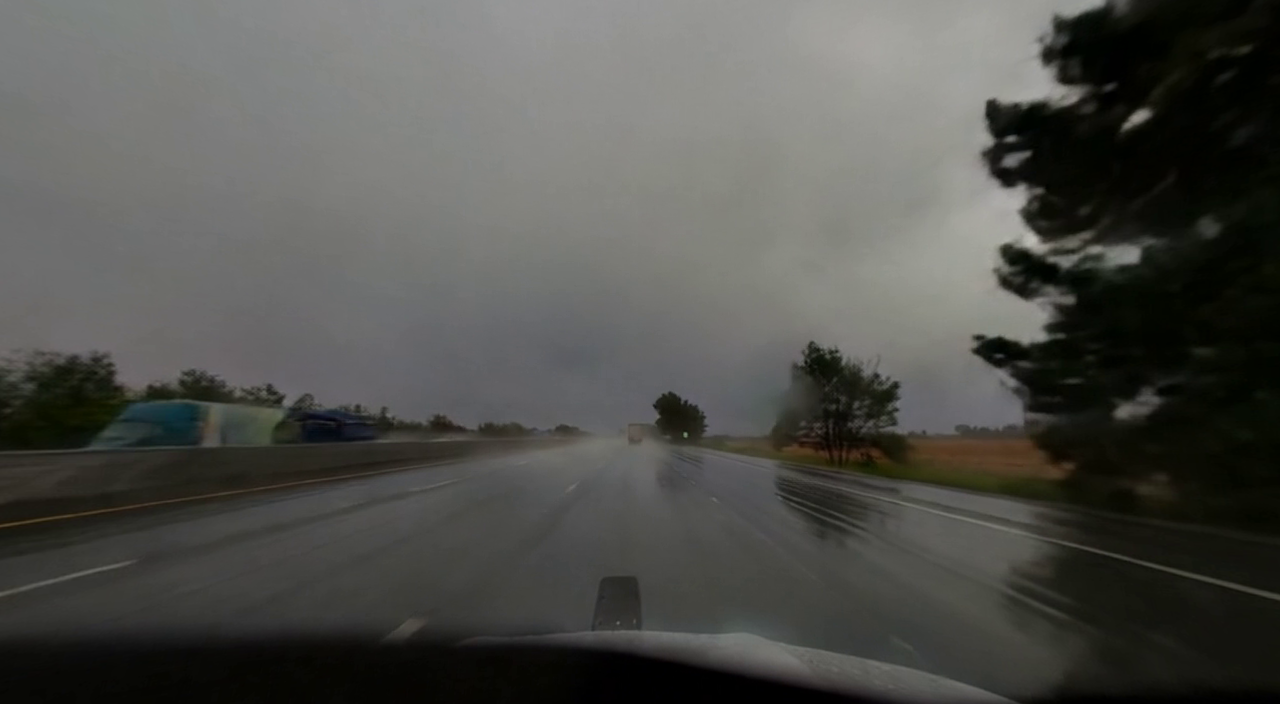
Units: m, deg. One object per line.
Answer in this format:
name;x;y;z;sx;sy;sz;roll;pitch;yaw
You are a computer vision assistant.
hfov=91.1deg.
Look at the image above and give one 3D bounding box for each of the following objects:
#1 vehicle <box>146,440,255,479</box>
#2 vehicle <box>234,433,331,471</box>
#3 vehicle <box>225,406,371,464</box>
vehicle;-19.467;4.742;28.120;1.882;1.540;4.180;0;-8;-1
vehicle;-15.948;4.459;28.343;1.909;1.534;4.298;0;-8;-2
vehicle;-23.690;5.957;44.990;3.162;3.528;13.512;0;-8;-1
